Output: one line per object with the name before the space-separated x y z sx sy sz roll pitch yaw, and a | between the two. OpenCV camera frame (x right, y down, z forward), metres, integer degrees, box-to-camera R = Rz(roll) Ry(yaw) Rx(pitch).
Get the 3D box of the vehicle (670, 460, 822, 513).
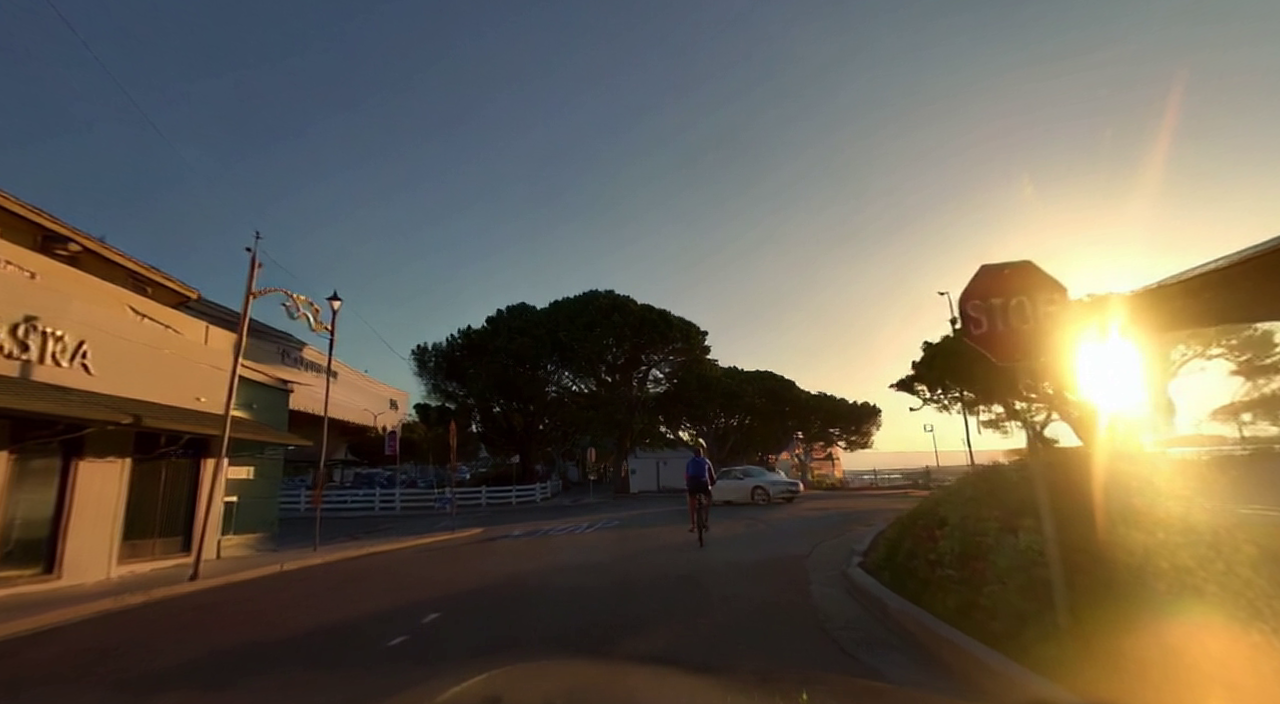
vehicle | 3.503 4.566 22.059 2.112 1.479 5.323 6 -10 -34
